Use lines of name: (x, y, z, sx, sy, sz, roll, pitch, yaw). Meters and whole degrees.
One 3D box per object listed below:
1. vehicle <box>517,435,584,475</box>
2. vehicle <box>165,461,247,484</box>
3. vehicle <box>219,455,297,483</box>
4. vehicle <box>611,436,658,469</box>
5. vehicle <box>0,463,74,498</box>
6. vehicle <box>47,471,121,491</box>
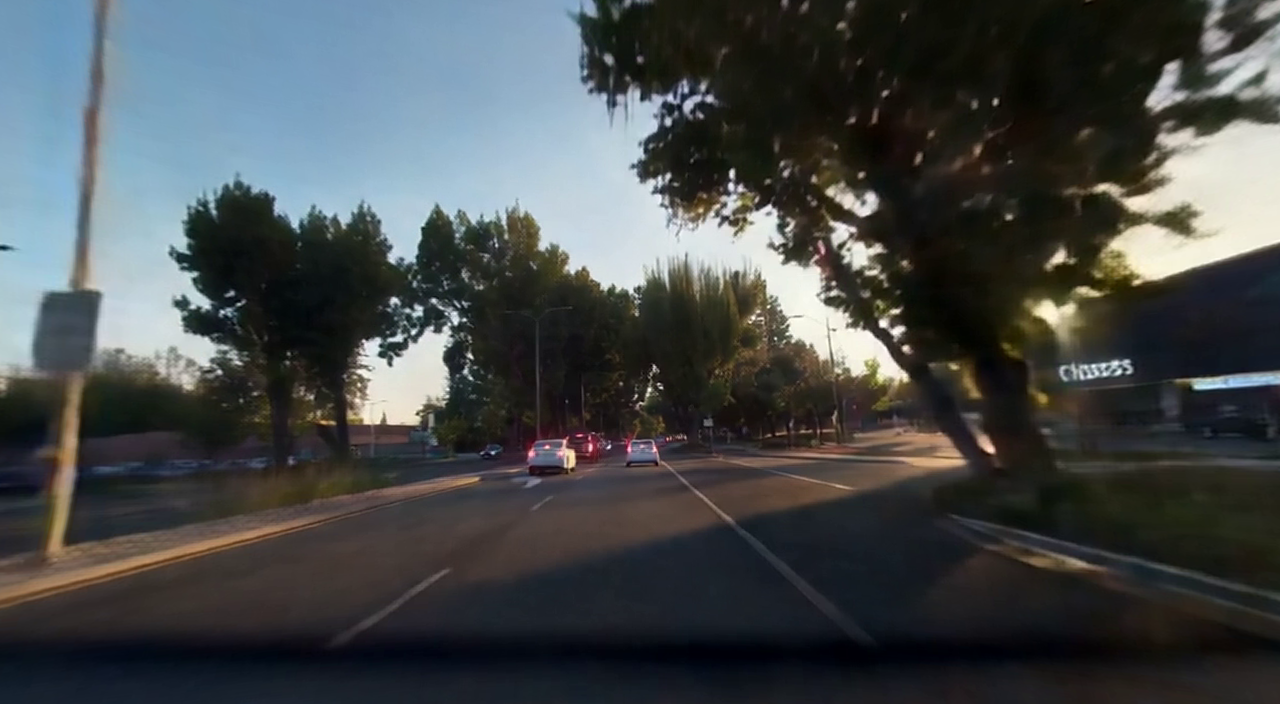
vehicle: (-3.638, 4.273, 26.431, 2.139, 1.487, 4.453, 0, -8, 0)
vehicle: (-29.229, 8.093, 42.599, 4.193, 1.435, 1.770, 0, -8, 0)
vehicle: (-28.798, 8.808, 47.749, 4.586, 1.682, 2.003, -3, -8, -4)
vehicle: (-0.262, 4.817, 30.541, 2.126, 1.475, 3.967, 0, -8, -1)
vehicle: (-28.743, 5.857, 28.814, 3.942, 1.471, 1.859, 0, -8, -1)
vehicle: (-41.623, 9.647, 47.314, 3.902, 1.412, 1.716, 0, -8, 1)
